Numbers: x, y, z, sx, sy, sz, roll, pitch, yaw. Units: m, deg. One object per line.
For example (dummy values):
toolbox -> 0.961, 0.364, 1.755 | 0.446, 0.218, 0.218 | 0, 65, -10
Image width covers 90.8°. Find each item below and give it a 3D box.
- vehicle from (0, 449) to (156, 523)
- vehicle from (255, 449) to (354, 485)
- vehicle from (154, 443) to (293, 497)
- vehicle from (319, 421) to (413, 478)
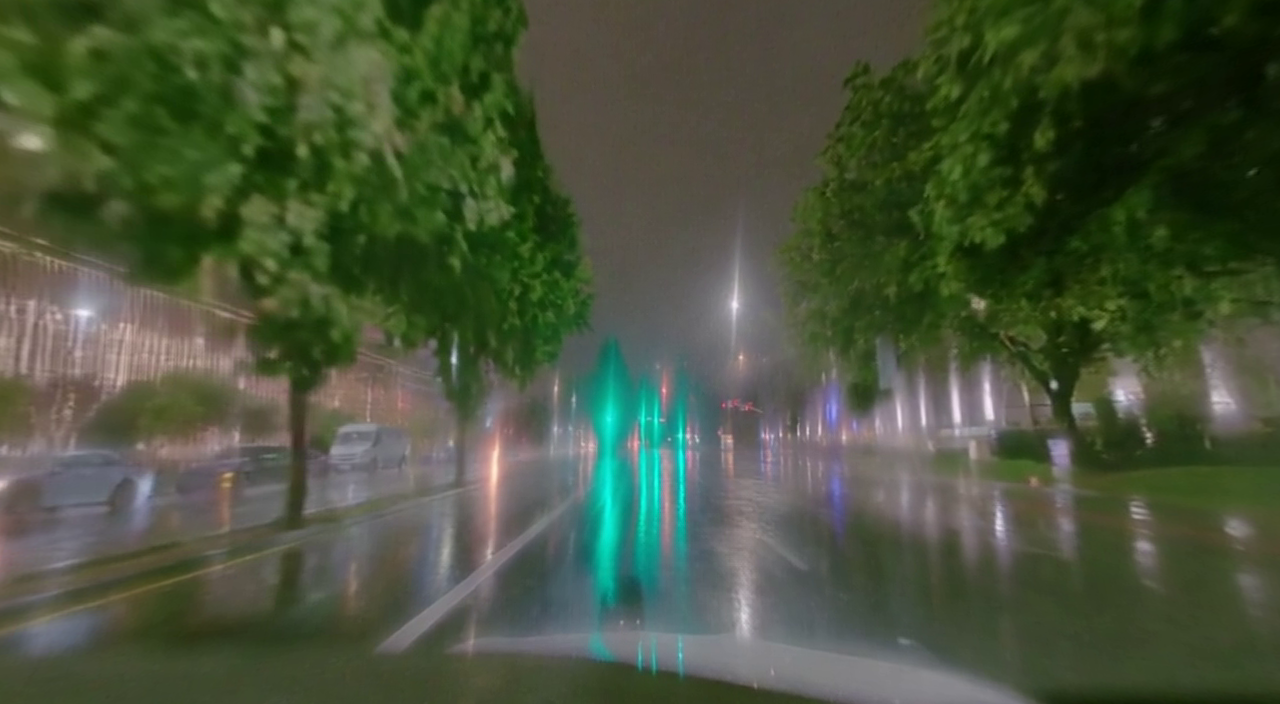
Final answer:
vehicle -> -15.442, 3.372, 16.490 | 1.892, 1.624, 4.645 | 0, -8, 0
vehicle -> -15.470, 5.287, 29.511 | 1.929, 1.471, 4.919 | 0, -8, 0
vehicle -> -15.398, 4.351, 23.806 | 1.989, 1.747, 5.019 | -1, -8, -2
vehicle -> -15.407, 5.562, 36.101 | 2.335, 2.896, 6.785 | -1, -9, 0
